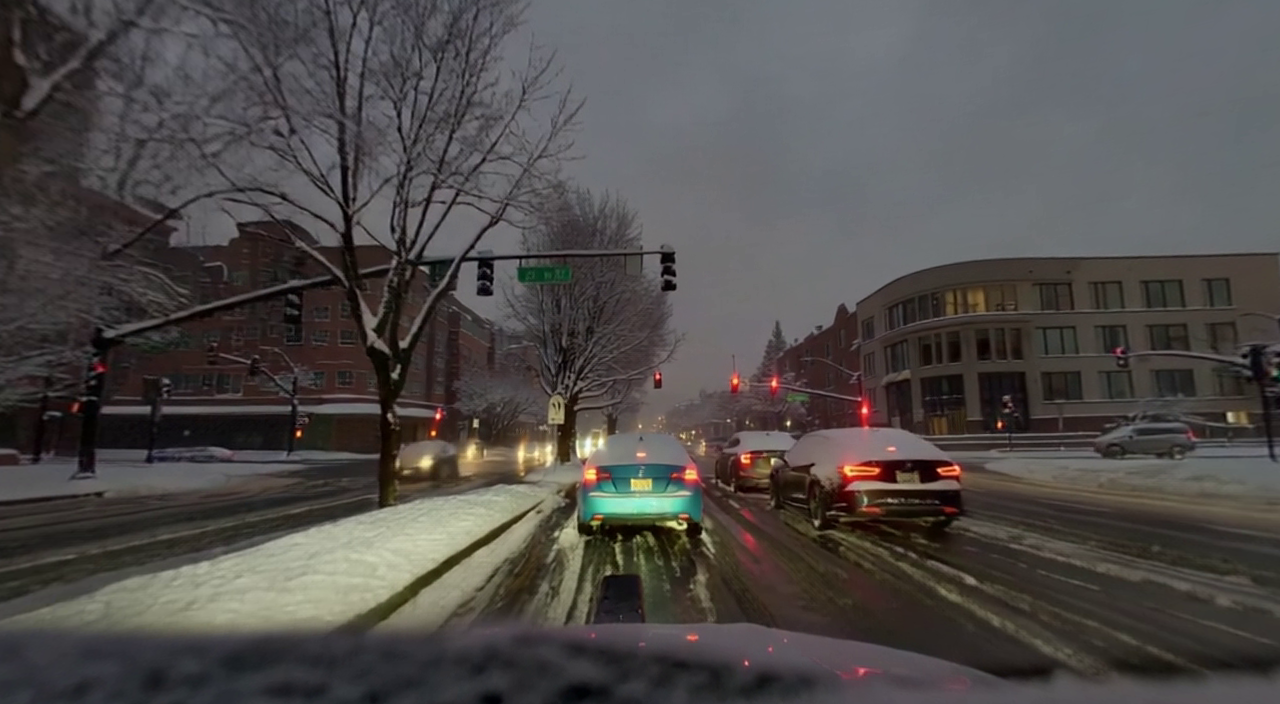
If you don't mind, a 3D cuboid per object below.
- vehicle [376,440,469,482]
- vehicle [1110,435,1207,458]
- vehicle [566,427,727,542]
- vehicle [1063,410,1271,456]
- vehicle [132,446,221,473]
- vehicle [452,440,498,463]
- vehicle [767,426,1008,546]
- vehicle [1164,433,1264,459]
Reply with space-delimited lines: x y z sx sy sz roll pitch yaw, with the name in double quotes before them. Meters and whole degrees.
"vehicle" -8.486 4.285 25.120 2.004 1.476 4.671 0 -9 1
"vehicle" 34.534 6.327 42.139 4.616 1.476 2.165 0 -9 -3
"vehicle" 0.058 2.030 10.274 2.087 1.468 4.014 0 -9 -1
"vehicle" 38.295 5.966 46.203 12.695 3.252 3.036 0 -9 -3
"vehicle" -26.751 6.205 36.538 3.657 1.528 1.783 1 -9 -4
"vehicle" -12.590 7.652 48.522 2.166 1.659 4.654 0 -9 1
"vehicle" 3.579 2.036 10.279 2.018 1.491 4.544 0 -9 -1
"vehicle" 35.121 5.781 38.754 4.190 1.535 1.998 0 -9 -1
